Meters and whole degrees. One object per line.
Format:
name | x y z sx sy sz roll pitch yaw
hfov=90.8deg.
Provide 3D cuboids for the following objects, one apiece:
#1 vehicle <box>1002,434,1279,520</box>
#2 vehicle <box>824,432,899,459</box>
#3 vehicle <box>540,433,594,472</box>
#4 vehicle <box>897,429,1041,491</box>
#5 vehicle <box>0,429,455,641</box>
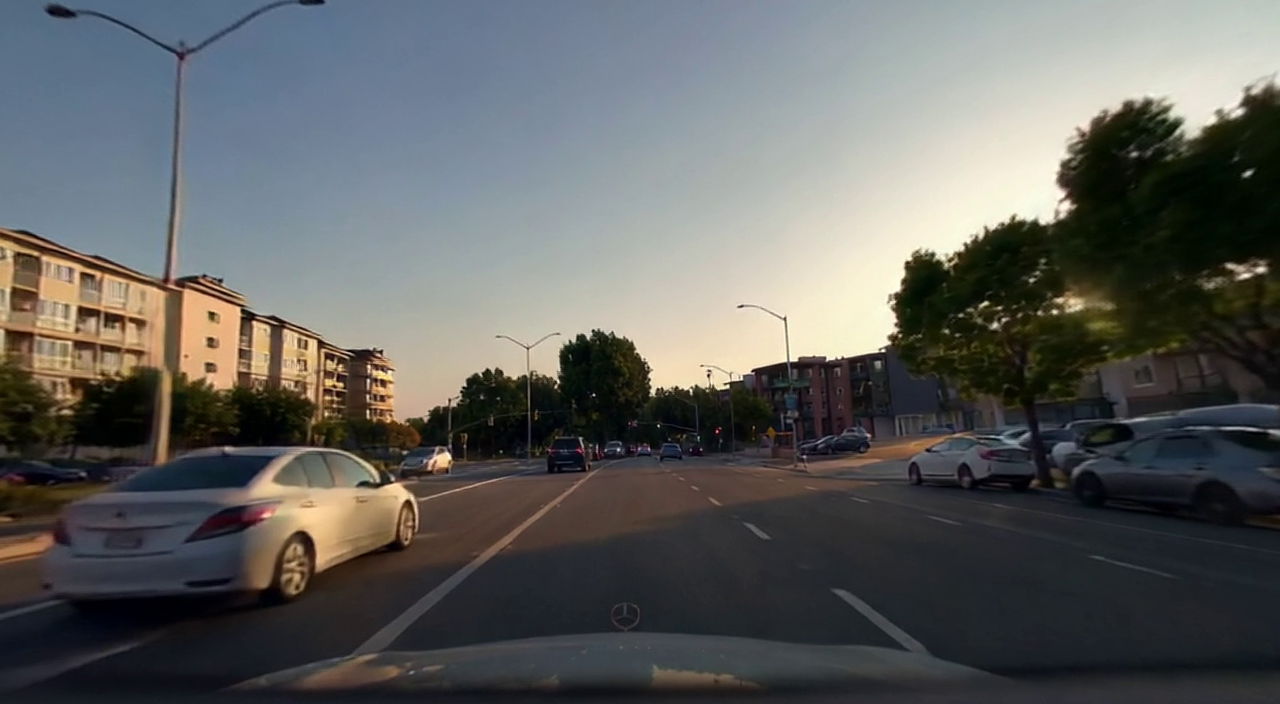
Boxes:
vehicle | 9.947 2.433 12.974 2.045 1.418 4.869 0 -8 -1
vehicle | 15.096 6.409 43.262 4.399 1.722 2.202 -1 -8 9
vehicle | -3.733 5.255 33.312 2.220 1.888 4.904 0 -8 1
vehicle | 9.898 3.271 19.488 1.992 1.664 4.246 0 -8 -2
vehicle | -3.673 1.595 6.657 2.144 1.447 4.421 0 -8 -1
